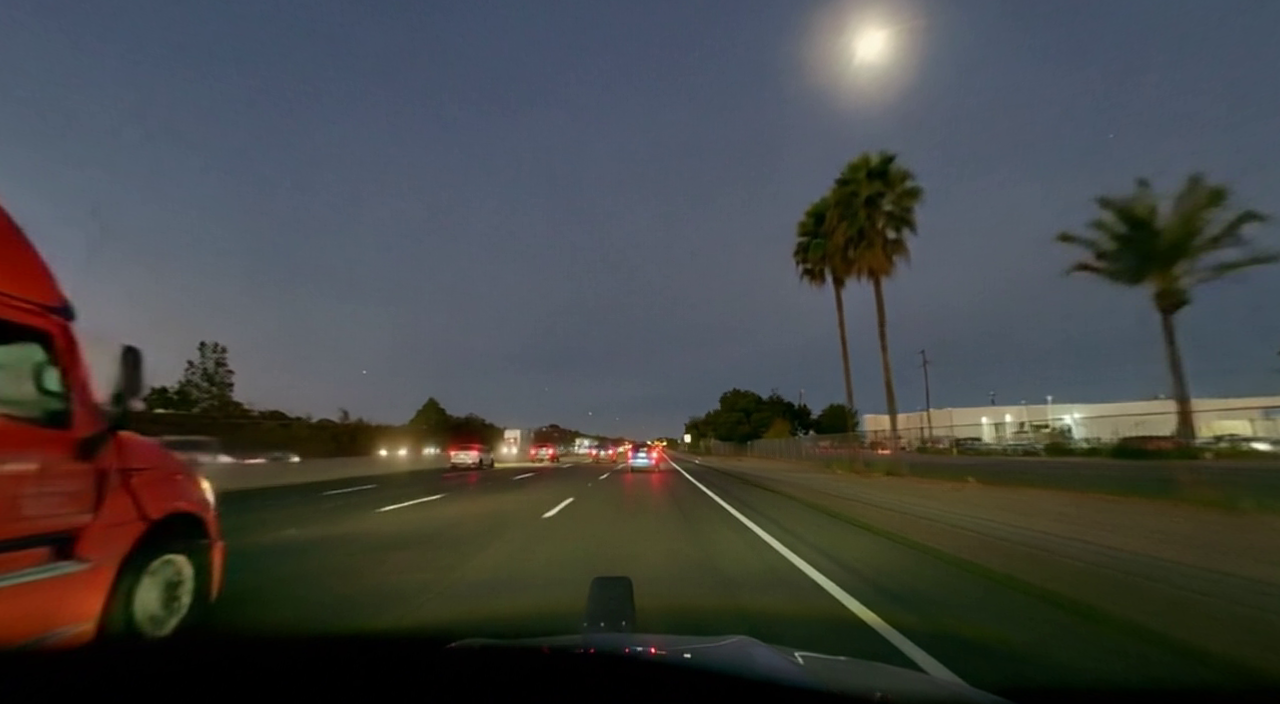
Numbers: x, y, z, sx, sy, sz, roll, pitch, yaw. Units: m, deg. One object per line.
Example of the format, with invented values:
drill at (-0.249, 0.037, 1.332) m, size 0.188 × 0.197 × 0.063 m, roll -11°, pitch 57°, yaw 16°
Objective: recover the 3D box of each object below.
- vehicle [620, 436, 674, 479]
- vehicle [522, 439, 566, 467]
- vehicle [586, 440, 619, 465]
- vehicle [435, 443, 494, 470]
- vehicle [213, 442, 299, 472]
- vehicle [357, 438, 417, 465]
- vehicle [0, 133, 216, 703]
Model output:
vehicle at (0.307, 4.491, 27.224) m, size 2.136 × 1.678 × 4.052 m, roll 0°, pitch -8°, yaw 1°
vehicle at (-6.367, 6.749, 42.424) m, size 2.105 × 1.790 × 4.689 m, roll -1°, pitch -8°, yaw 2°
vehicle at (-2.850, 7.802, 49.367) m, size 2.108 × 1.832 × 4.549 m, roll -1°, pitch -8°, yaw 3°
vehicle at (-10.345, 6.167, 37.523) m, size 1.910 × 1.501 × 5.004 m, roll -1°, pitch -8°, yaw 2°
vehicle at (-23.905, 6.525, 39.546) m, size 2.266 × 1.757 × 4.822 m, roll 0°, pitch -8°, yaw 1°
vehicle at (-19.836, 7.808, 49.737) m, size 2.310 × 1.958 × 5.297 m, roll -1°, pitch -8°, yaw 2°
vehicle at (-3.541, 0.181, 0.221) m, size 2.693 × 2.348 × 5.694 m, roll 0°, pitch -8°, yaw 1°
